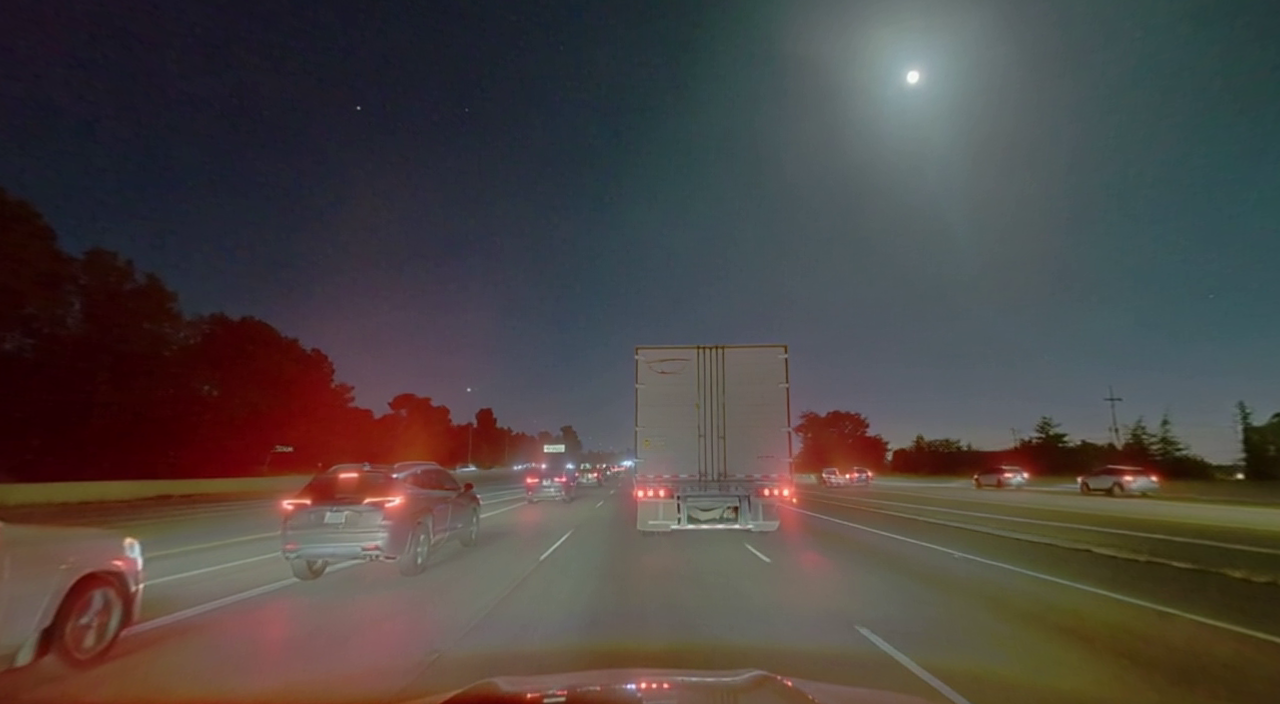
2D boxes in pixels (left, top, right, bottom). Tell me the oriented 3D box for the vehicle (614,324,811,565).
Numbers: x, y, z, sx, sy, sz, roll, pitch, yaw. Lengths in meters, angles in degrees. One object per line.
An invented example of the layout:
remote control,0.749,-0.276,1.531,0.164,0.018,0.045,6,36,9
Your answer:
vehicle,1.077,2.115,13.656,2.831,3.529,8.689,1,-11,0

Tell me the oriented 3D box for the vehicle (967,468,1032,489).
vehicle,28.249,9.947,49.601,4.107,1.485,1.796,-3,-11,20

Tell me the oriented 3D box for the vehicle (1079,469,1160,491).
vehicle,35.239,9.431,46.425,4.299,1.465,1.807,-1,-11,8

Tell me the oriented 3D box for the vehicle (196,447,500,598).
vehicle,-3.528,2.191,8.881,1.983,1.509,4.679,1,-11,1

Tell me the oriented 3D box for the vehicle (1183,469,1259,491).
vehicle,42.750,9.413,46.382,3.974,1.485,1.709,1,-11,-4

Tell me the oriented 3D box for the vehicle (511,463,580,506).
vehicle,-3.636,5.230,25.123,1.964,1.482,4.371,0,-11,1
